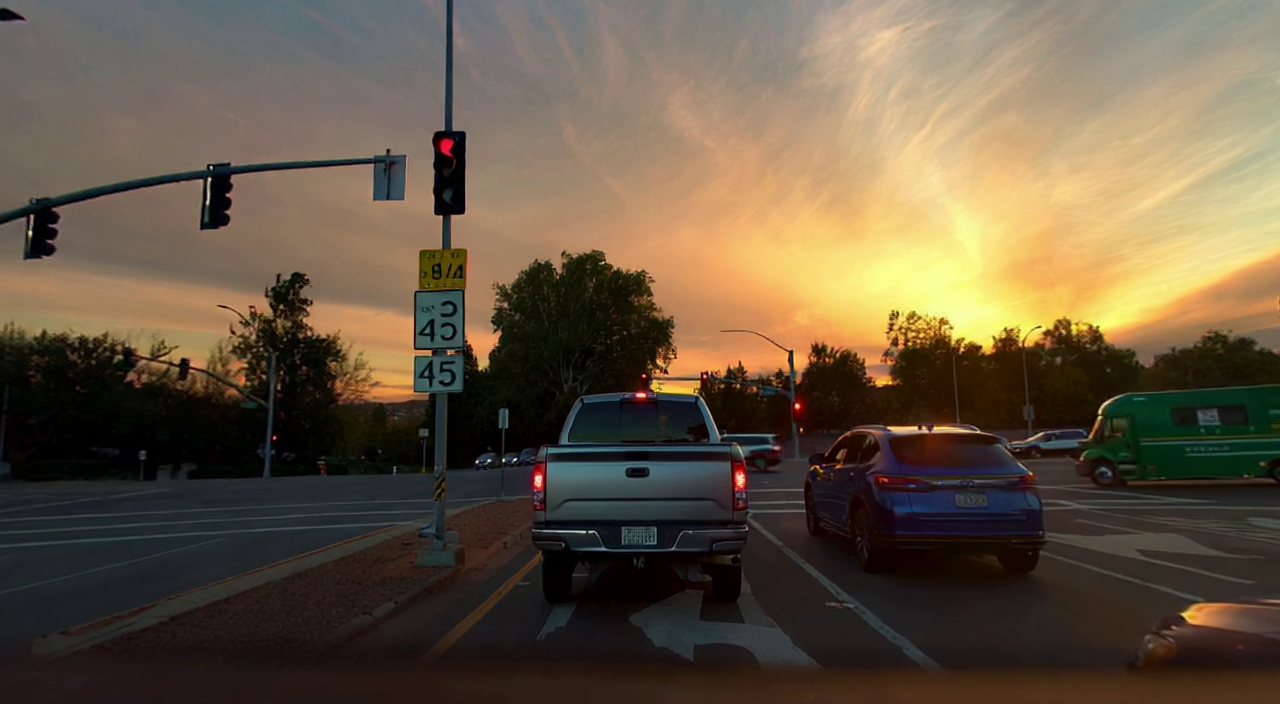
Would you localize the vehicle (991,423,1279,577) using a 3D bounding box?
[{"bbox_3d":[6.830,1.744,8.272,1.973,1.470,4.228,0,-8,0],"label":"vehicle"}]

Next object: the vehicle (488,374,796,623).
[{"bbox_3d":[0.045,1.472,7.346,2.326,1.880,4.964,0,-8,1],"label":"vehicle"}]

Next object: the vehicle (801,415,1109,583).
[{"bbox_3d":[3.578,1.725,8.197,1.981,1.616,4.006,0,-8,1],"label":"vehicle"}]
